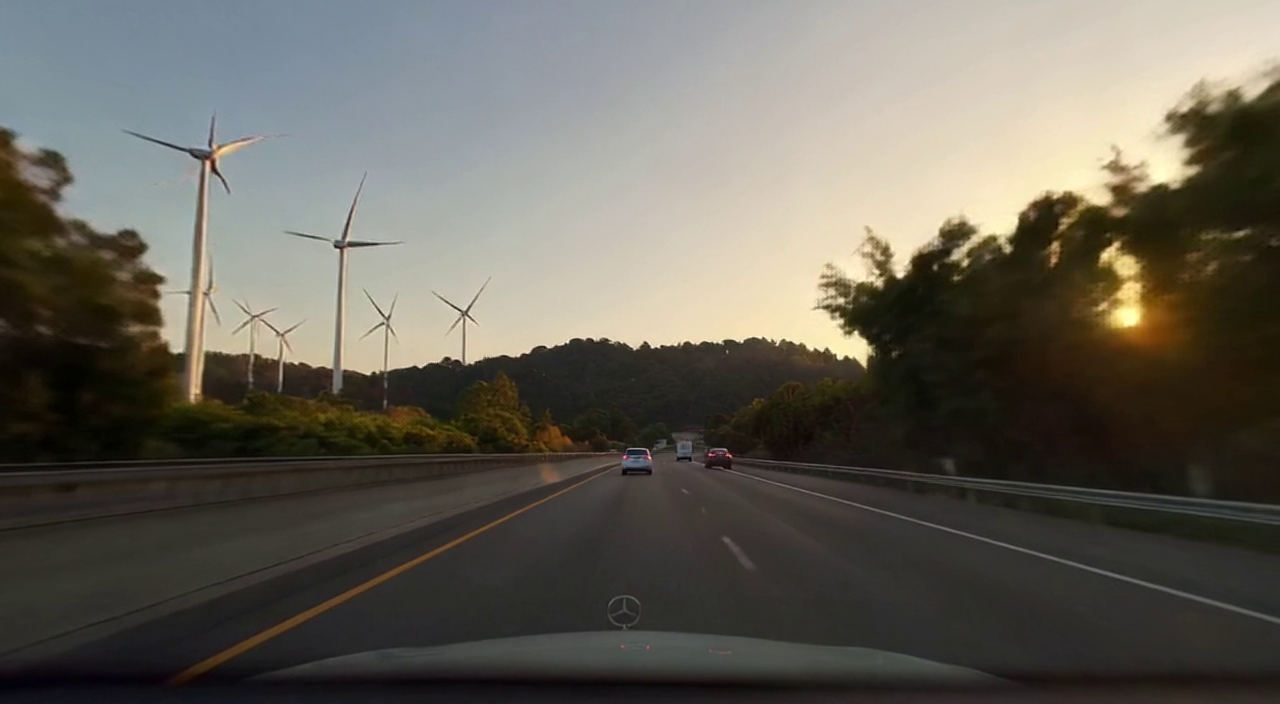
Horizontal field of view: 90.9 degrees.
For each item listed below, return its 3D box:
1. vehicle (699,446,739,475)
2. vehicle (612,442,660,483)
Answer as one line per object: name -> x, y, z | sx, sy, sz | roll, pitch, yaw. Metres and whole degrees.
vehicle -> 4.970, 6.846, 40.063 | 2.040, 1.721, 4.507 | 0, -9, 1
vehicle -> -0.168, 5.041, 29.065 | 2.038, 1.723, 4.150 | 0, -9, 0
